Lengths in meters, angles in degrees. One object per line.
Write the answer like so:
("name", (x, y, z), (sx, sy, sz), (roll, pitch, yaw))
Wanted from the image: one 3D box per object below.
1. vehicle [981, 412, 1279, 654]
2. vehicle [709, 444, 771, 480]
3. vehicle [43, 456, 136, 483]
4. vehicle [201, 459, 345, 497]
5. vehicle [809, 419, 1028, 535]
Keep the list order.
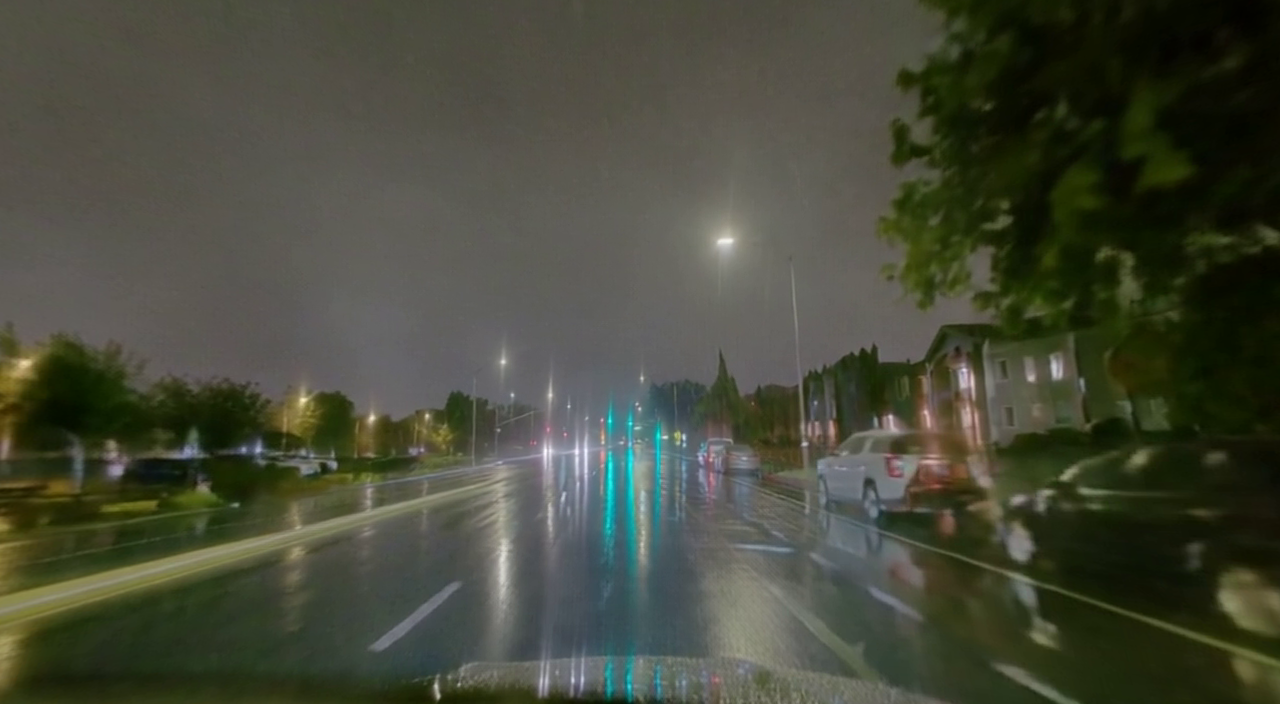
("vehicle", (4.955, 1.342, 5.290), (1.837, 1.532, 3.886), (0, -8, -3))
("vehicle", (4.298, 4.778, 27.848), (1.935, 1.433, 4.241), (0, -8, -2))
("vehicle", (-37.363, 7.963, 43.021), (4.414, 1.651, 1.912), (5, -10, -31))
("vehicle", (-15.560, 5.357, 27.021), (4.826, 1.491, 2.086), (1, -8, -4))
("vehicle", (4.771, 2.190, 11.684), (2.028, 1.731, 4.241), (0, -8, -1))
